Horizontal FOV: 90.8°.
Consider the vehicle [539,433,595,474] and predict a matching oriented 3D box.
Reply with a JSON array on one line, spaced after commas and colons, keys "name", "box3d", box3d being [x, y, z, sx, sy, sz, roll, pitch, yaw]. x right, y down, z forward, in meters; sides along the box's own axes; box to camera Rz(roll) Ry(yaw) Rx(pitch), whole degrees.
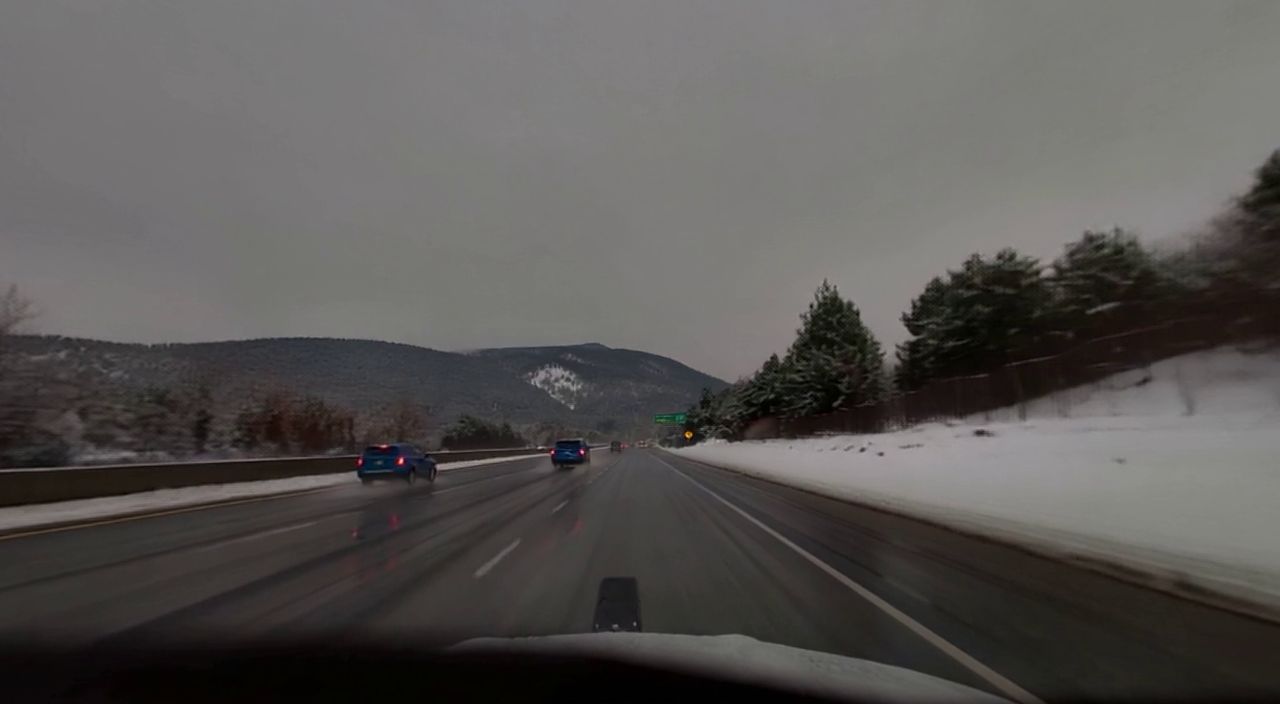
[{"name": "vehicle", "box3d": [-3.295, 4.684, 29.335, 2.029, 1.753, 4.718, 0, -8, 0]}]

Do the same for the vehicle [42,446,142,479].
[{"name": "vehicle", "box3d": [-35.211, 7.067, 40.796, 2.013, 1.872, 4.977, 0, -8, -1]}]

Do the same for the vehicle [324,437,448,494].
[{"name": "vehicle", "box3d": [-7.545, 3.395, 19.326, 1.930, 1.508, 4.567, 0, -8, 0]}]

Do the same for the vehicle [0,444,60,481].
[{"name": "vehicle", "box3d": [-40.526, 7.027, 40.225, 2.367, 2.293, 5.123, -1, -8, -1]}]
